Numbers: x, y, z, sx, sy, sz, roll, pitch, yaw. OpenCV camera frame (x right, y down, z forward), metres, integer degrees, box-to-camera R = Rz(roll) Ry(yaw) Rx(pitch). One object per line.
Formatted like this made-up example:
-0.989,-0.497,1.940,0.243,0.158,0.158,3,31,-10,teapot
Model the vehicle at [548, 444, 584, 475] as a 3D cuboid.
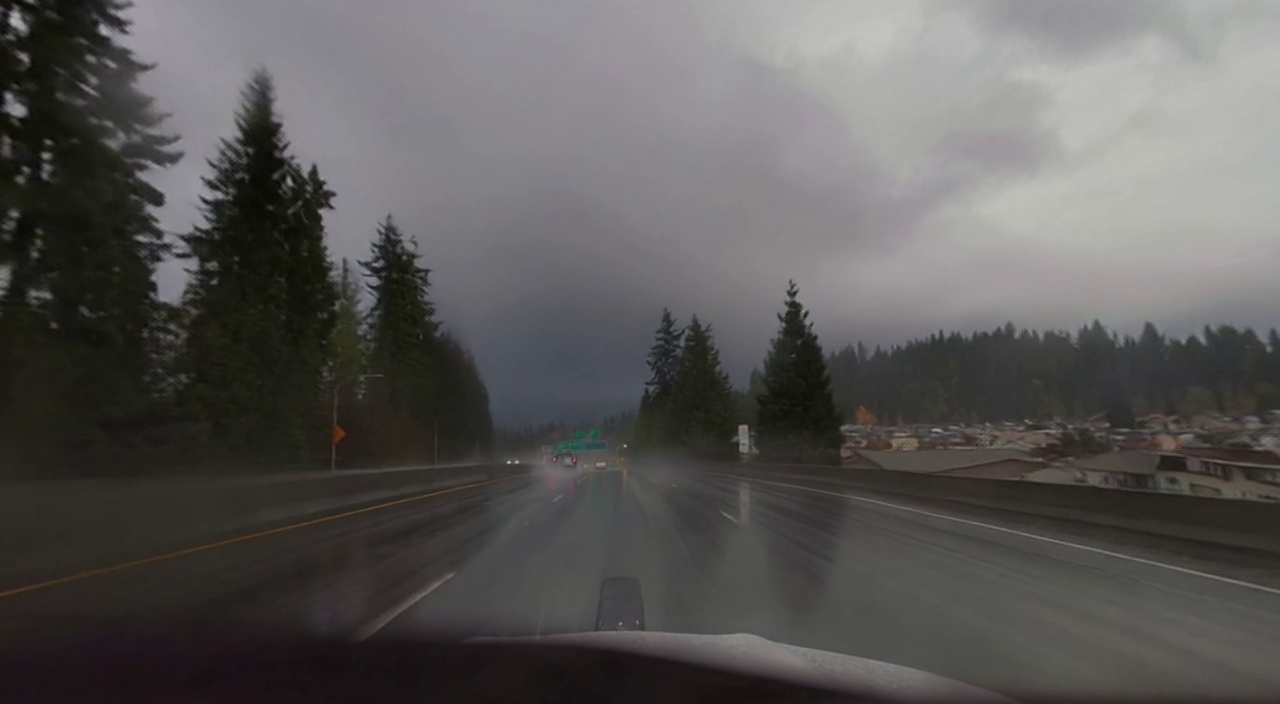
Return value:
-5.610,8.180,48.359,2.323,2.252,4.808,0,-8,-2,vehicle
